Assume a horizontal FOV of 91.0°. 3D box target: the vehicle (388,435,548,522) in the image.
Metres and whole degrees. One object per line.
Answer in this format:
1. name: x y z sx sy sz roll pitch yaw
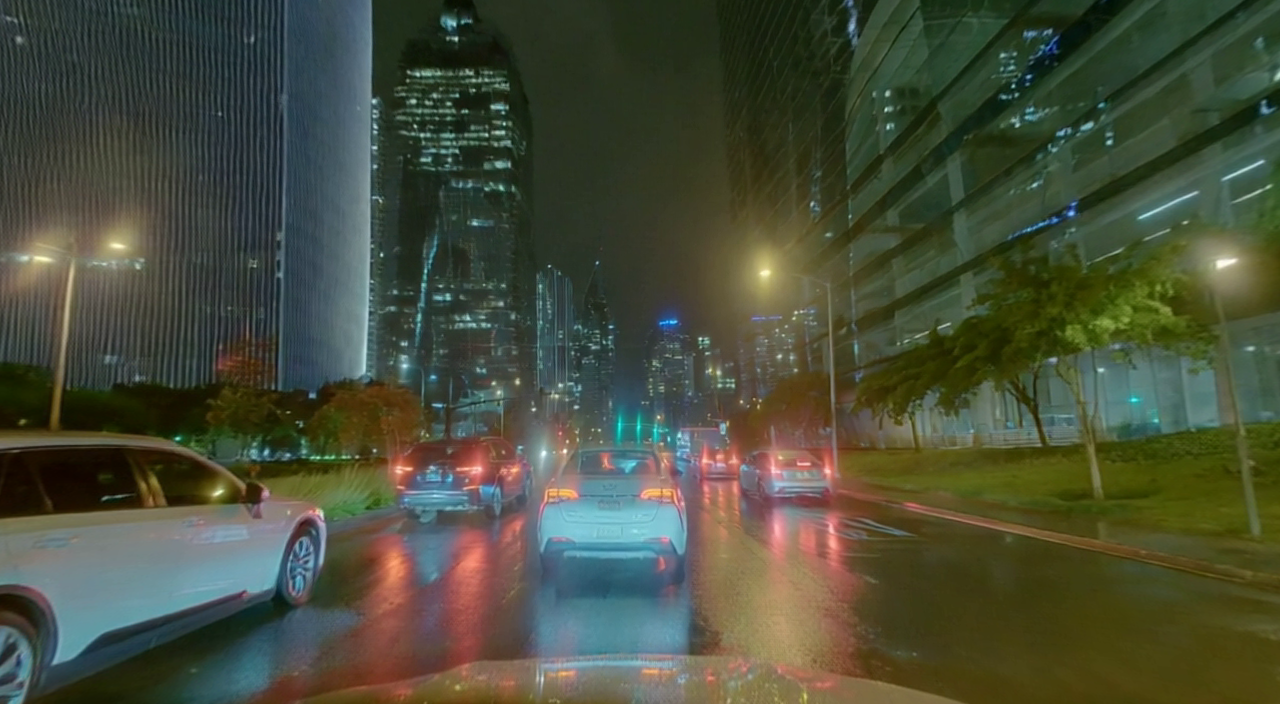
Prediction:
1. vehicle: -3.336 2.544 13.262 2.044 1.508 4.479 0 -9 1

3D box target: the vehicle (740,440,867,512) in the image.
1. vehicle: 3.847 2.982 15.653 1.940 1.514 4.187 0 -9 -1

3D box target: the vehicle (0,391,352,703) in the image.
1. vehicle: -3.555 1.073 3.534 1.933 1.520 4.195 0 -9 -1

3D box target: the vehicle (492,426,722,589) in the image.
1. vehicle: -0.252 1.797 8.190 2.174 1.509 4.374 0 -9 2
